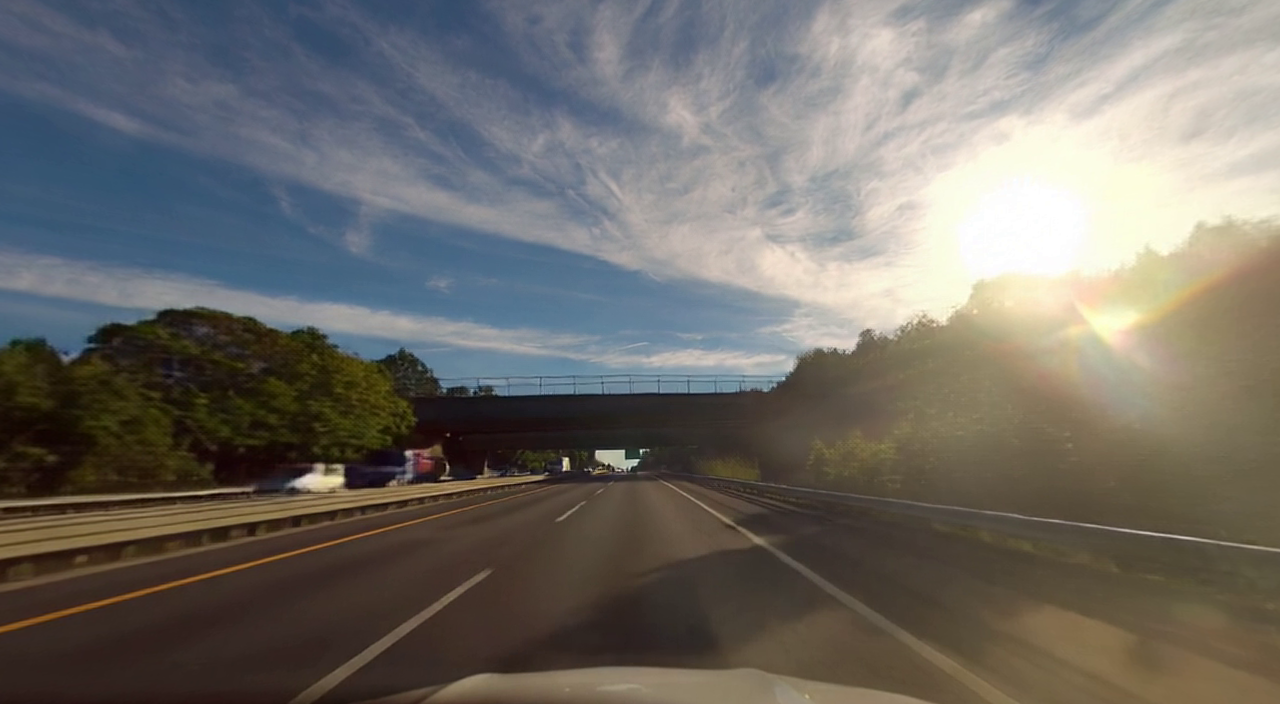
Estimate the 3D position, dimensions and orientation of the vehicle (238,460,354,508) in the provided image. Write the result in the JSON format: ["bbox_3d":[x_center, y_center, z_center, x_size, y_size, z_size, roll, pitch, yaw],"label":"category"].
[{"bbox_3d":[-11.578,4.471,21.540,1.784,1.437,3.855,1,-10,0],"label":"vehicle"}]

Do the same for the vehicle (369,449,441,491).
[{"bbox_3d":[-16.444,8.343,44.548,2.614,2.682,5.913,0,-10,2],"label":"vehicle"}]

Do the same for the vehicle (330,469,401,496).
[{"bbox_3d":[-16.392,7.793,37.921,2.063,1.449,4.723,1,-10,0],"label":"vehicle"}]
